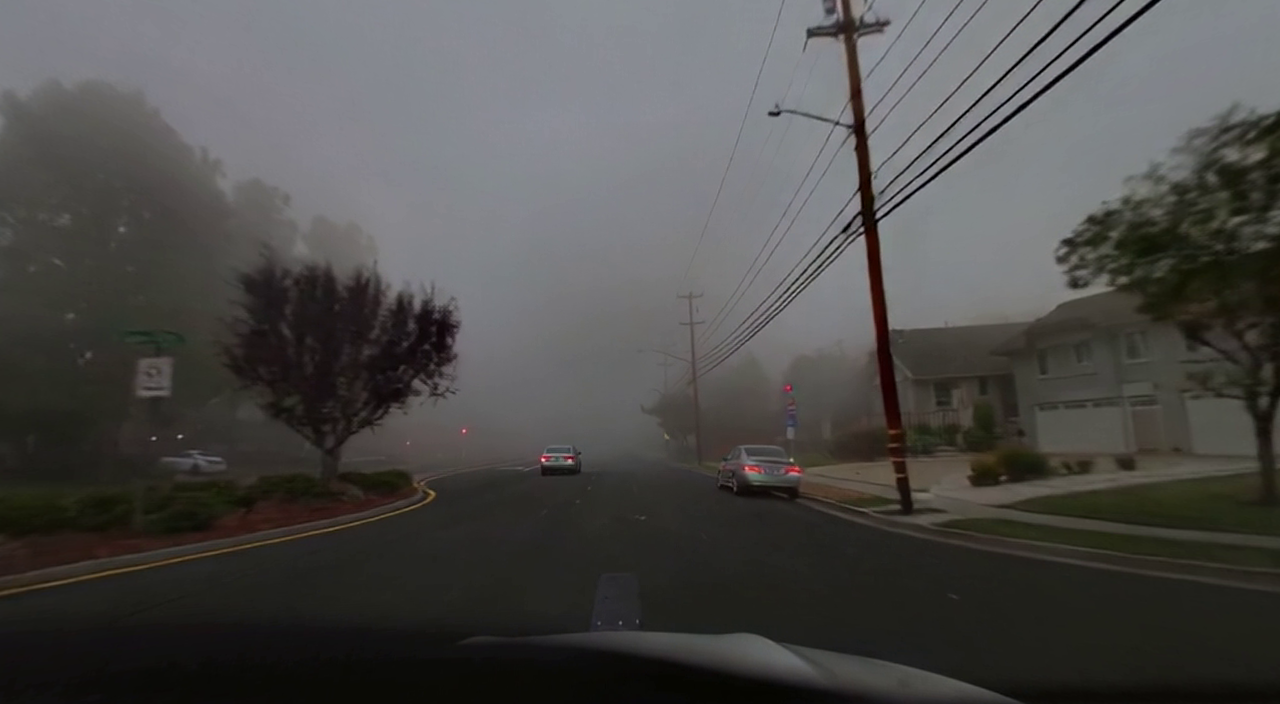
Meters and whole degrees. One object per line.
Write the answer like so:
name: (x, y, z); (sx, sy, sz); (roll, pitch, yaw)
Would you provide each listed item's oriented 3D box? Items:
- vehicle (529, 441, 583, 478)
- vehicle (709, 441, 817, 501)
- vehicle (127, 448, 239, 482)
vehicle: (-3.674, 4.805, 28.540); (2.041, 1.471, 4.602); (0, -8, -3)
vehicle: (3.284, 3.270, 17.867); (2.074, 1.450, 4.621); (0, -8, -1)
vehicle: (-26.028, 6.430, 36.155); (4.661, 1.800, 2.045); (2, -9, -12)
